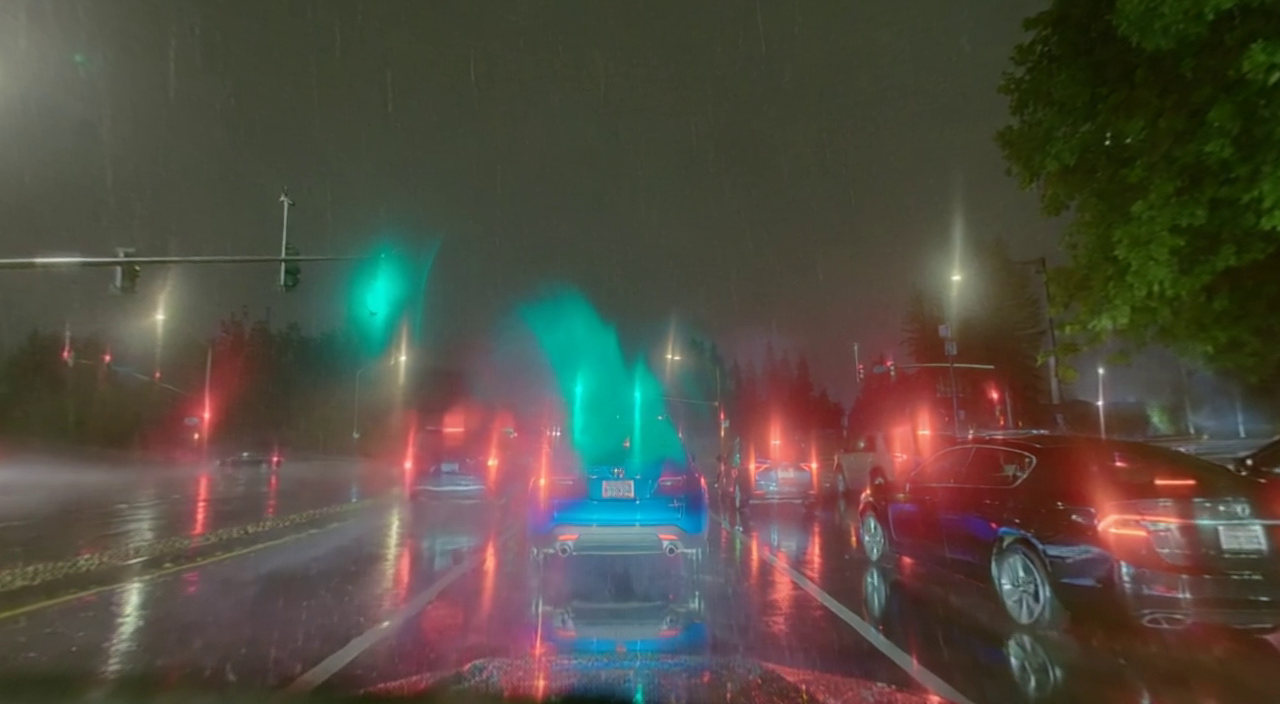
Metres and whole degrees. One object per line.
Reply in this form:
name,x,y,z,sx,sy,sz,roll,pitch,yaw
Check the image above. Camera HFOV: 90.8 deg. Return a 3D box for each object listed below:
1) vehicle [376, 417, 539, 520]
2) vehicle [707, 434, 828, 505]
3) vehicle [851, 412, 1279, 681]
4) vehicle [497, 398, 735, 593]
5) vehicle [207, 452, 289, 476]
vehicle,-3.629,2.430,13.724,2.186,1.794,4.972,0,-8,-2
vehicle,2.981,2.853,15.770,1.950,1.506,4.086,0,-8,-3
vehicle,3.626,1.392,5.698,1.861,1.478,4.185,0,-8,-2
vehicle,-0.269,1.551,7.619,2.101,1.707,3.904,0,-8,-2
vehicle,-26.150,7.461,42.163,4.369,1.466,1.791,-1,-8,6
